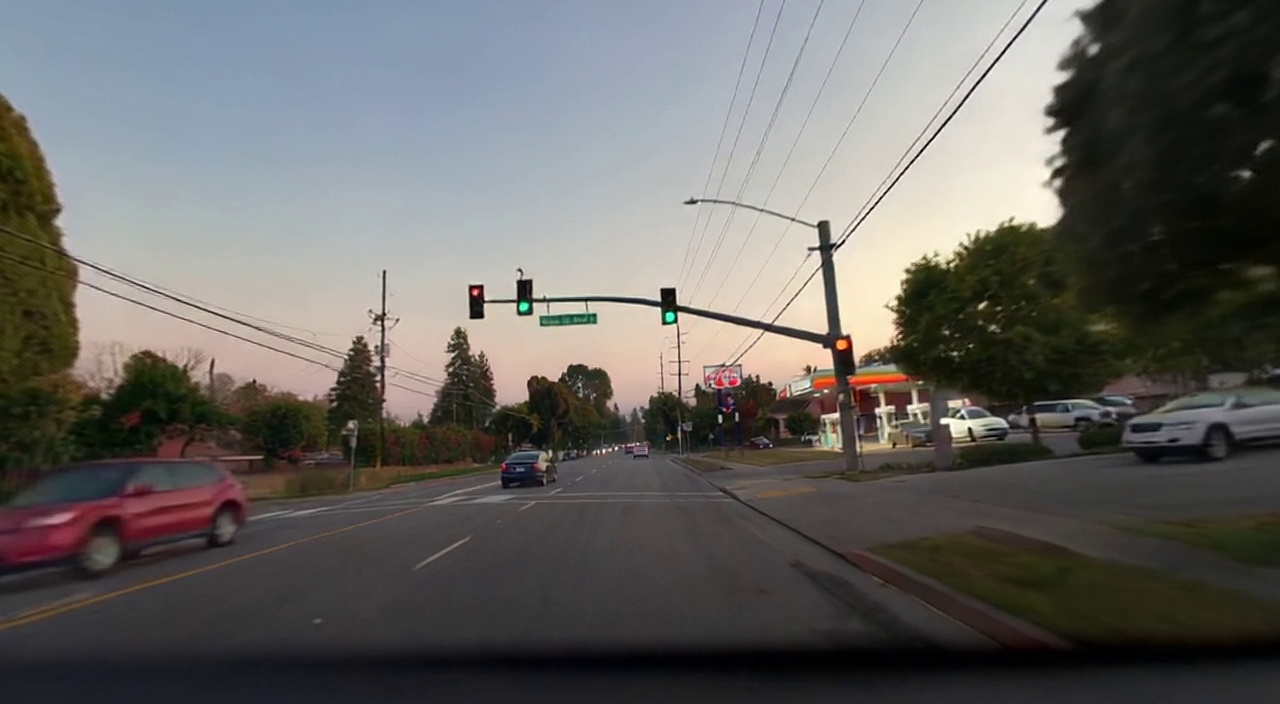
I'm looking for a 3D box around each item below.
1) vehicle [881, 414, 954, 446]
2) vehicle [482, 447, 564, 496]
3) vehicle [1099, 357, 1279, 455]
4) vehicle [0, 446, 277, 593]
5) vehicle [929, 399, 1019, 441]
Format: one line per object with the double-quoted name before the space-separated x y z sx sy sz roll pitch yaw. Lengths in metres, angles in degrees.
"vehicle" 14.375 4.105 33.009 1.835 1.549 4.178 0 -8 -1
"vehicle" -3.836 3.969 21.483 1.943 1.455 4.414 0 -8 0
"vehicle" 13.923 1.269 14.162 5.266 2.021 2.329 -1 -8 4
"vehicle" -7.921 2.369 9.916 1.956 1.751 4.354 0 -8 -2
"vehicle" 17.441 3.664 33.298 2.014 2.048 4.717 0 -8 -1
